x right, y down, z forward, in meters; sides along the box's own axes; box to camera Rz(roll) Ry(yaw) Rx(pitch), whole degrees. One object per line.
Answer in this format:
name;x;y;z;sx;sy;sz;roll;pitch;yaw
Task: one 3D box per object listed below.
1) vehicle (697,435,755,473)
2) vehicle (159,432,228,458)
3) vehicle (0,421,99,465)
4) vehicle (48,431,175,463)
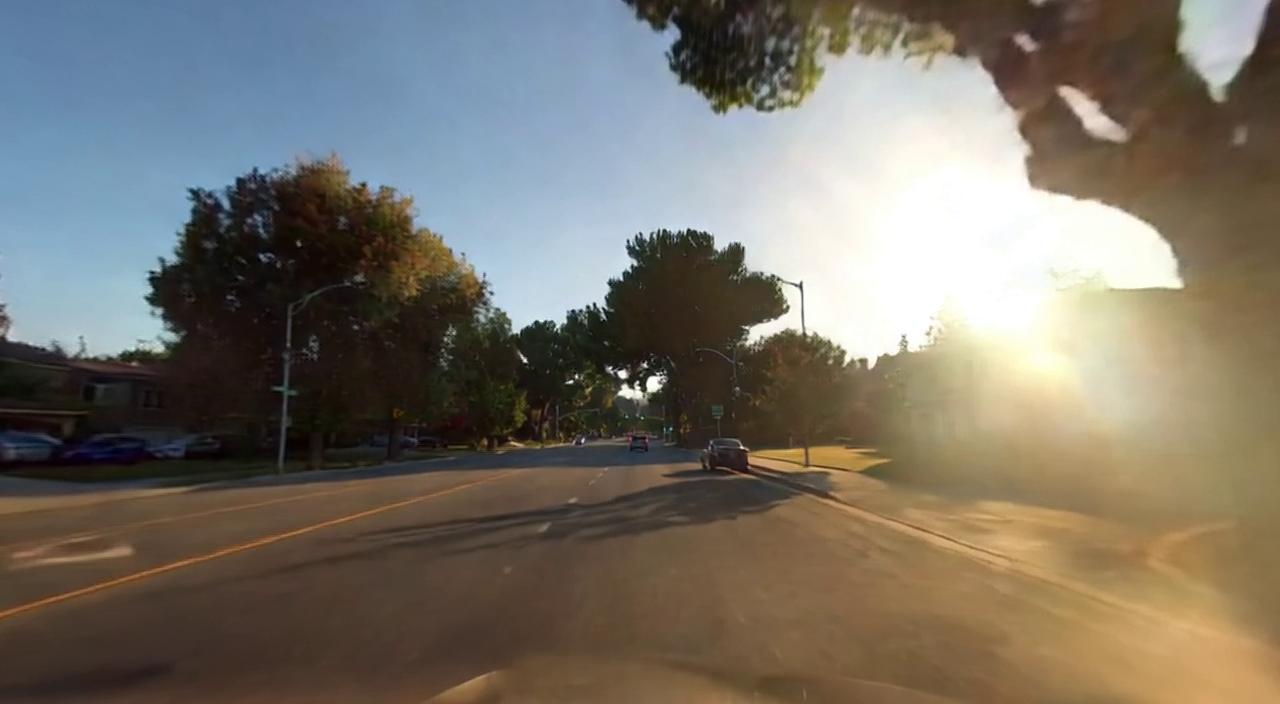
vehicle;3.739;4.461;28.044;1.942;1.502;4.244;0;-7;0
vehicle;-27.666;5.755;39.330;1.753;1.424;4.492;0;-7;-11
vehicle;-27.554;3.988;27.880;5.295;1.839;2.205;0;-7;2
vehicle;-26.812;4.822;32.243;4.450;1.472;1.982;1;-8;-16
